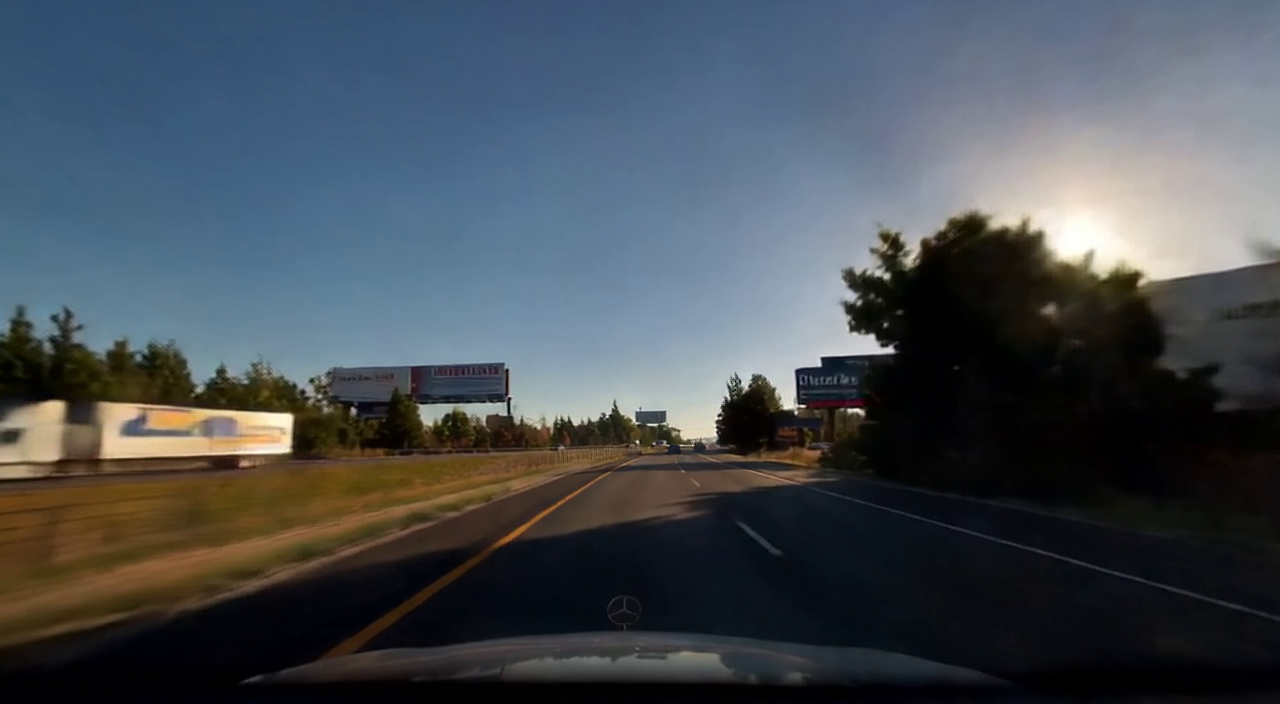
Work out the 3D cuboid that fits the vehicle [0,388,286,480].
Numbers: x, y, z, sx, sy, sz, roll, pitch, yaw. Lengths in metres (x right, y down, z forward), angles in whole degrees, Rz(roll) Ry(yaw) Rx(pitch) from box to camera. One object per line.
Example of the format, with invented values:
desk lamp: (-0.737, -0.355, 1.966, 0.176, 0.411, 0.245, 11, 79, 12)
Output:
vehicle: (-28.187, 5.099, 38.043, 2.897, 4.219, 17.824, 0, -8, 2)
